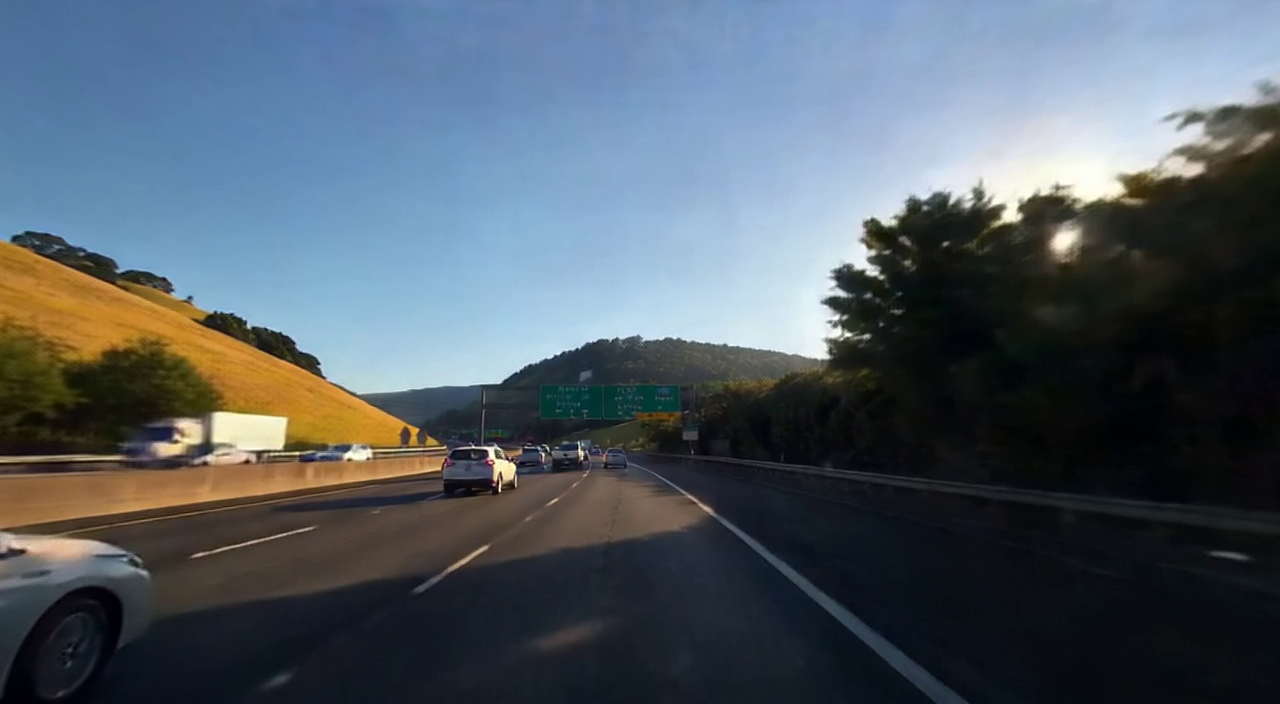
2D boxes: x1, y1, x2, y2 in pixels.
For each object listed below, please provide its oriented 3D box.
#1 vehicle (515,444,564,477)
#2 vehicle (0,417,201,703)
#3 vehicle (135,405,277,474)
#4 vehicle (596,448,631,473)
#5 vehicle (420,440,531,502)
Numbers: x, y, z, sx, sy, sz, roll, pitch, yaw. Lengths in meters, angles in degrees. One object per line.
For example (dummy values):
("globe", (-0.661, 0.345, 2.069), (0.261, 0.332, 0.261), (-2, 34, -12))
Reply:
("vehicle", (-5.319, 5.824, 34.025), (2.118, 1.624, 4.032), (0, -9, -2))
("vehicle", (-3.737, 0.921, 1.966), (1.892, 1.492, 3.940), (0, -9, 0))
("vehicle", (-24.341, 5.055, 36.050), (2.694, 3.452, 7.760), (0, -9, -2))
("vehicle", (-1.705, 6.689, 39.142), (1.988, 1.440, 4.201), (0, -9, -4))
("vehicle", (-4.723, 3.475, 18.855), (2.208, 1.619, 4.162), (0, -9, -1))
